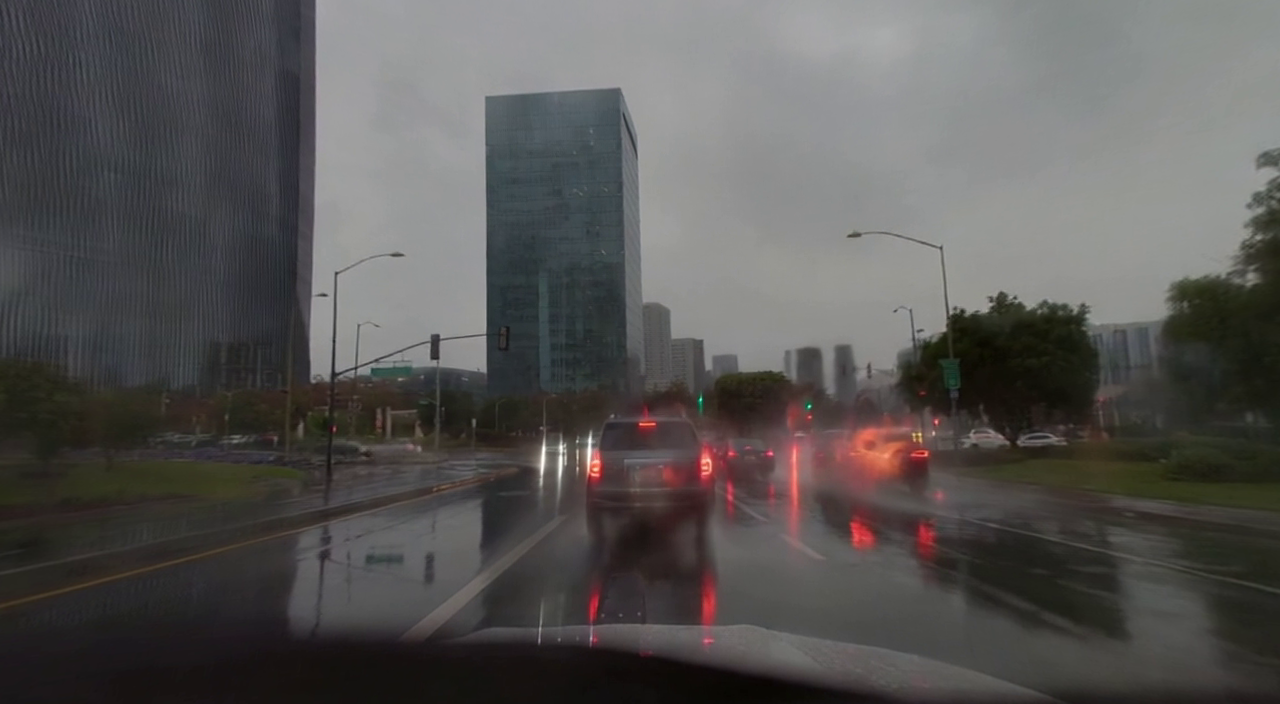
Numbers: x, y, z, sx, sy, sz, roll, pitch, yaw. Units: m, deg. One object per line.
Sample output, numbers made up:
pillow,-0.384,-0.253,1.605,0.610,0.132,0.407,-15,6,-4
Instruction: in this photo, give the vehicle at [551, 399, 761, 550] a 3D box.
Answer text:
vehicle,0.200,1.874,10.189,2.601,1.878,4.535,0,-9,0

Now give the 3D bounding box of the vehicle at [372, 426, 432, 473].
vehicle,-13.162,5.359,34.771,2.717,2.310,6.448,3,-9,-21

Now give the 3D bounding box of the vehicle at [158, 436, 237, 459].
vehicle,-34.361,7.427,48.962,4.622,1.742,1.965,0,-9,-1
